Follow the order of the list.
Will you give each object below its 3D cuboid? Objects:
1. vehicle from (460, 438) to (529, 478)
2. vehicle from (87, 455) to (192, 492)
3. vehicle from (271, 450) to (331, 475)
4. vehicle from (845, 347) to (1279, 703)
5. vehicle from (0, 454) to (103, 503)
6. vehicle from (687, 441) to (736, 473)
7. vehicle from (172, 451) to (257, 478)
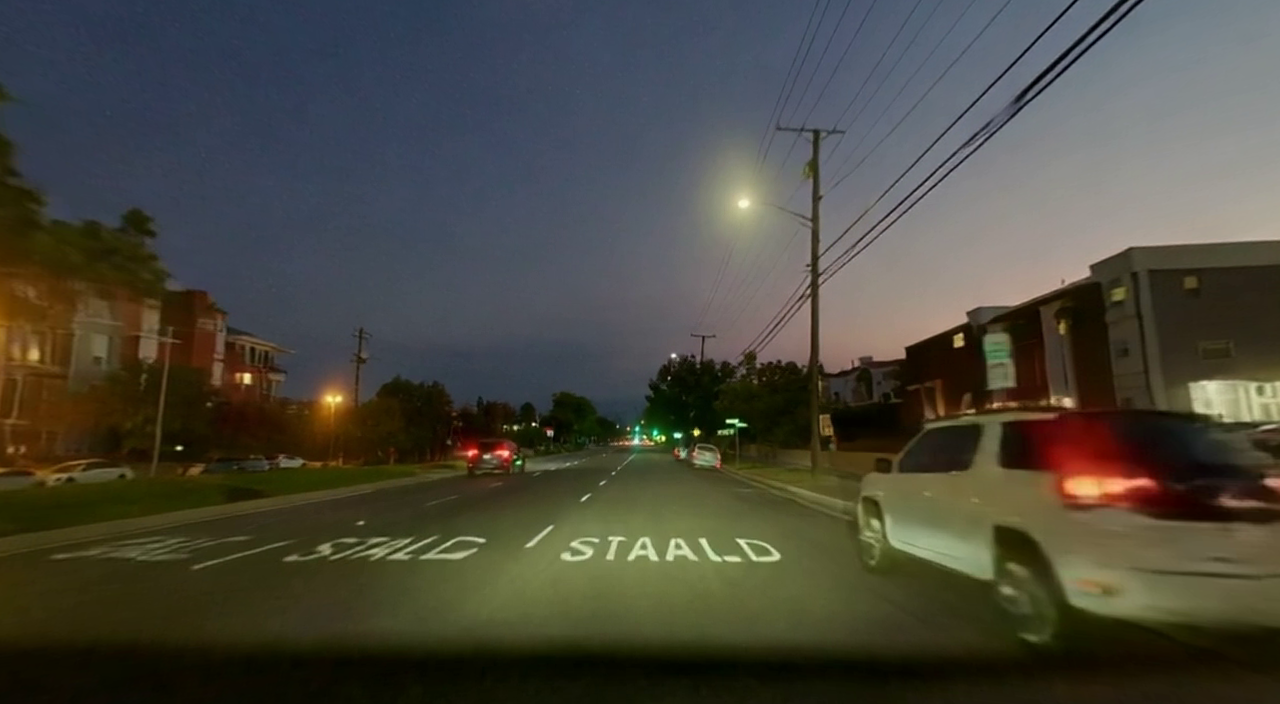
[{"bbox_3d":[-6.555,4.815,28.943,2.000,1.671,4.497,0,-8,1],"label":"vehicle"},{"bbox_3d":[-25.743,6.248,32.682,1.857,1.472,4.422,-5,-8,1],"label":"vehicle"},{"bbox_3d":[-25.673,8.369,47.947,1.959,1.707,4.481,0,-8,1],"label":"vehicle"},{"bbox_3d":[3.505,1.240,5.291,2.104,1.915,4.343,0,-8,0],"label":"vehicle"},{"bbox_3d":[-25.738,5.328,26.539,2.132,1.492,4.734,-4,-4,1],"label":"vehicle"},{"bbox_3d":[3.757,5.601,33.988,2.048,1.556,4.753,0,-8,0],"label":"vehicle"},{"bbox_3d":[-25.689,6.871,38.265,1.935,1.487,4.600,-1,-11,0],"label":"vehicle"}]
